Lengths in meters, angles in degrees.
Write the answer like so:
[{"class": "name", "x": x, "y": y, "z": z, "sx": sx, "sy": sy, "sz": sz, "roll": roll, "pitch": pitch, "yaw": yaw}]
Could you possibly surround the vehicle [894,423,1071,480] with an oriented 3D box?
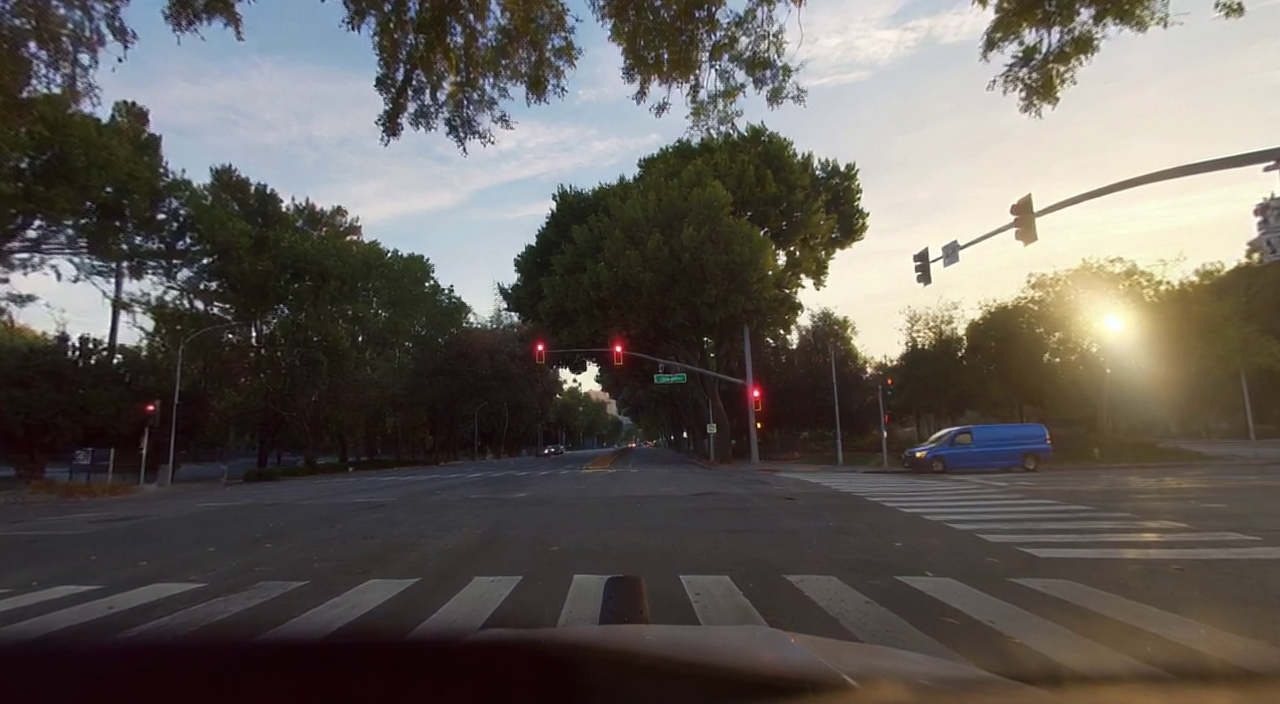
[{"class": "vehicle", "x": 11.361, "y": 3.339, "z": 21.189, "sx": 4.790, "sy": 1.798, "sz": 1.909, "roll": 0, "pitch": -8, "yaw": 0}]
